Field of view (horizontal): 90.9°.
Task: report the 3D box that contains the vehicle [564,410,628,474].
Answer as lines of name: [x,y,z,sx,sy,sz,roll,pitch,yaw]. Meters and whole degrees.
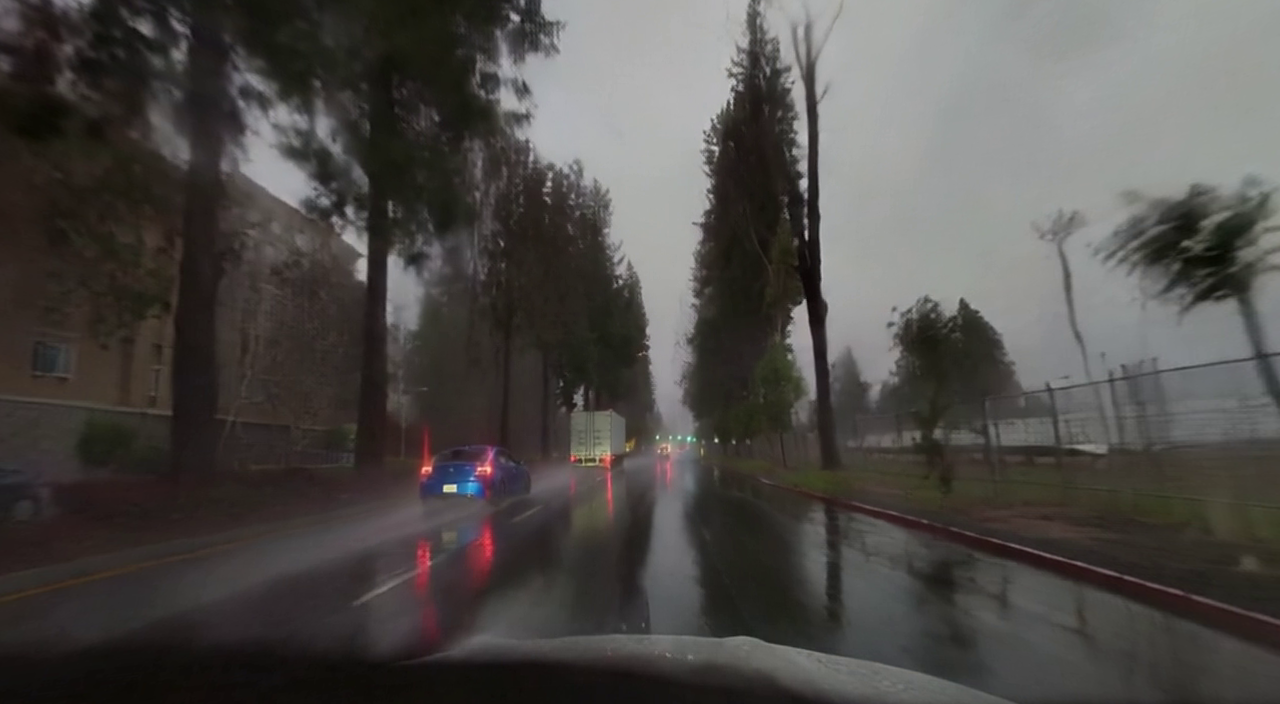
vehicle: [-2.382,5.398,37.329,2.746,3.276,8.572,-1,-9,3]

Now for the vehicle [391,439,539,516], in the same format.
vehicle: [-3.770,2.804,14.528,2.005,1.462,4.345,-1,-9,3]
